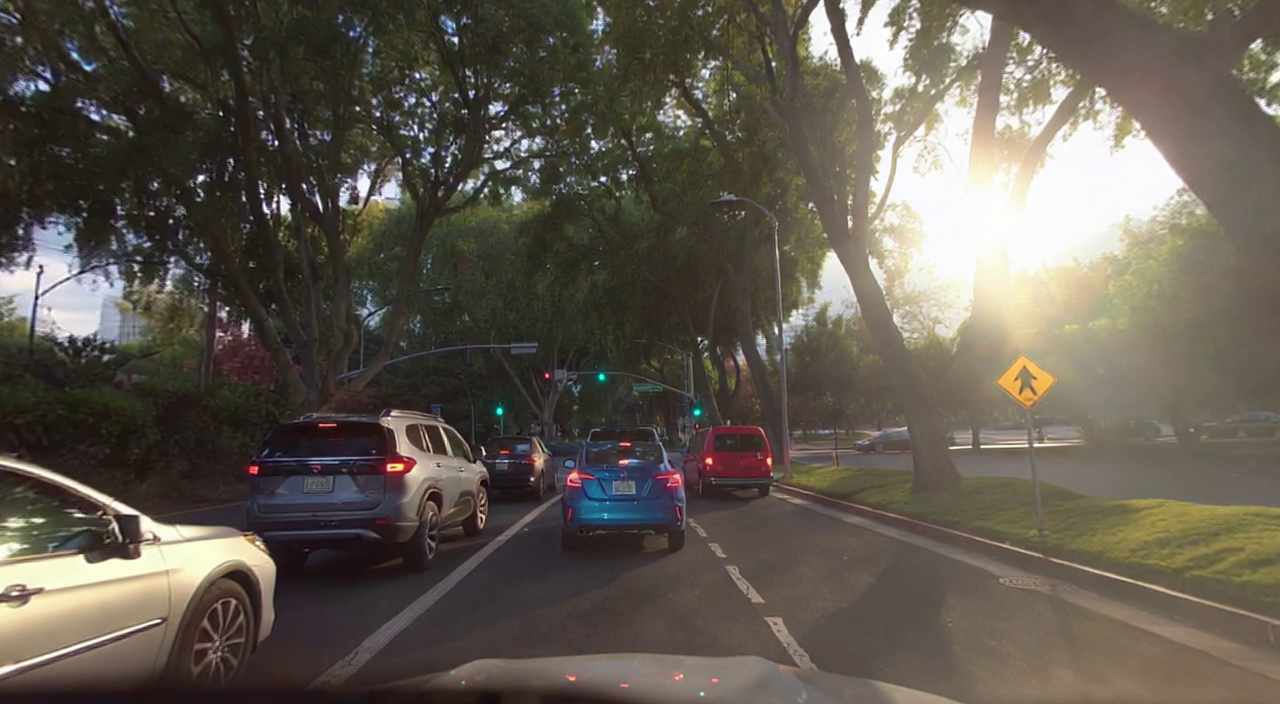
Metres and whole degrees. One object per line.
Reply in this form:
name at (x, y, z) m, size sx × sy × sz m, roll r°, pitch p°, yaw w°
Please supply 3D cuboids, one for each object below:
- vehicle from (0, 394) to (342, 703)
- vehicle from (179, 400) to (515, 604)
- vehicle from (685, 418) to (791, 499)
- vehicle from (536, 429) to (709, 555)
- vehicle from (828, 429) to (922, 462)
vehicle at (-2.921, 0.836, 1.616) m, size 1.974 × 1.484 × 4.716 m, roll 0°, pitch -8°, yaw 0°
vehicle at (-2.899, 1.573, 7.452) m, size 1.964 × 1.712 × 4.097 m, roll 0°, pitch -8°, yaw 0°
vehicle at (2.449, 2.826, 16.981) m, size 2.059 × 1.864 × 4.541 m, roll 0°, pitch -8°, yaw -1°
vehicle at (-0.257, 1.922, 9.343) m, size 2.025 × 1.453 × 3.848 m, roll 0°, pitch -8°, yaw -2°
vehicle at (11.378, 4.559, 30.693) m, size 3.883 × 1.534 × 1.779 m, roll 0°, pitch -8°, yaw 2°
